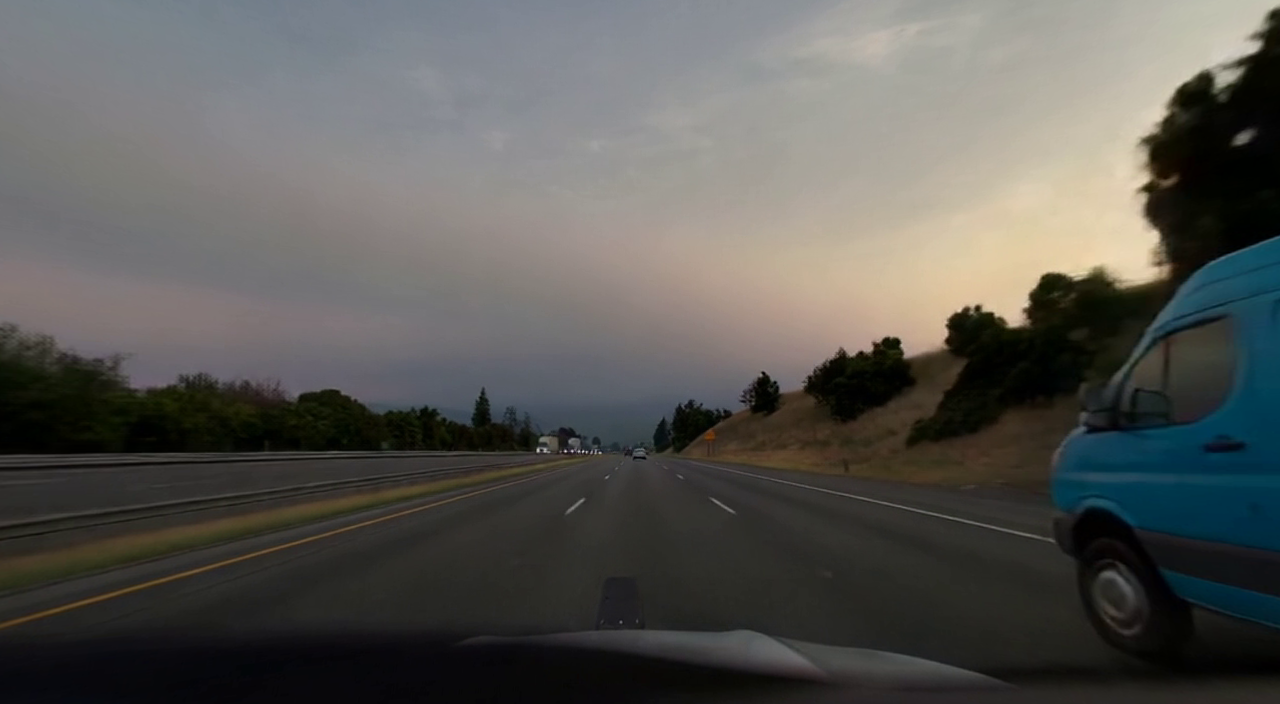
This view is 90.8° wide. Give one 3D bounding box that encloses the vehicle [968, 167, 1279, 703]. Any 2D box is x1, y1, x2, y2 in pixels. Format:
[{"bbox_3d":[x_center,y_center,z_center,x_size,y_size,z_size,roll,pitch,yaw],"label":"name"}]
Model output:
[{"bbox_3d":[4.053,0.328,1.793,2.552,2.524,6.630,0,-9,-1],"label":"vehicle"}]
